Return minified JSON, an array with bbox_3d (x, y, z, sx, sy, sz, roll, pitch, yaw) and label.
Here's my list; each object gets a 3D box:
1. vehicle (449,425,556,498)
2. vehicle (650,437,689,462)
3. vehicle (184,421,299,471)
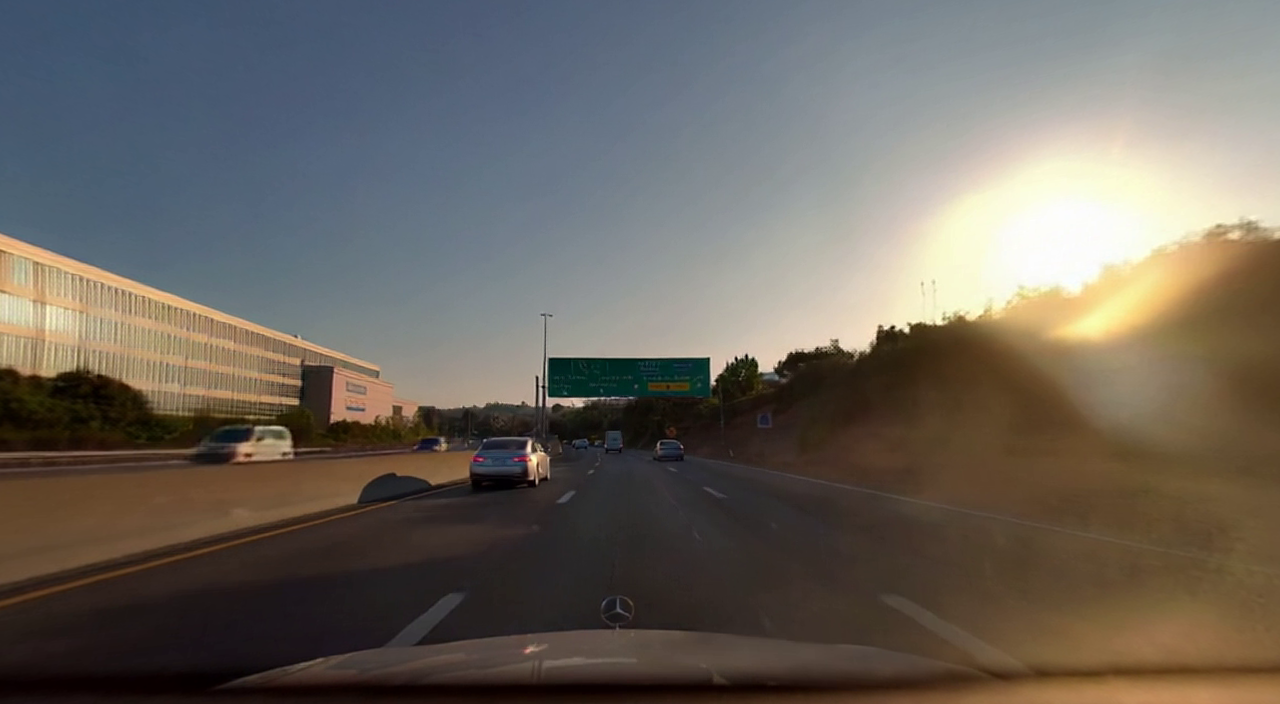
[{"bbox_3d":[-3.635,2.966,17.480,2.080,1.733,4.410,0,-8,-1],"label":"vehicle"},{"bbox_3d":[1.993,6.790,43.851,2.078,1.608,3.982,0,-8,-6],"label":"vehicle"},{"bbox_3d":[-17.403,4.117,27.830,2.115,1.986,4.769,0,-8,-3],"label":"vehicle"}]
